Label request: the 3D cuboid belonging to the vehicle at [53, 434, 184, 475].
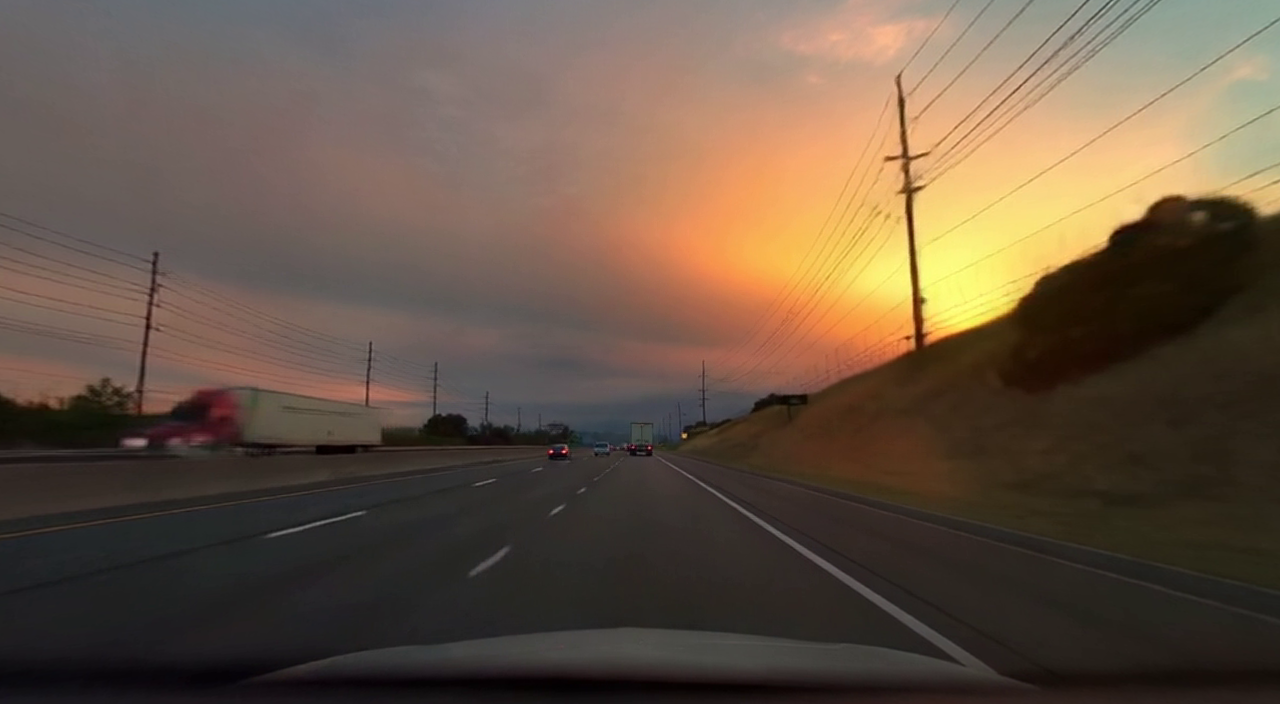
[{"bbox_3d":[-22.891,4.515,27.977,1.946,1.647,4.495,0,-9,1],"label":"vehicle"}]
